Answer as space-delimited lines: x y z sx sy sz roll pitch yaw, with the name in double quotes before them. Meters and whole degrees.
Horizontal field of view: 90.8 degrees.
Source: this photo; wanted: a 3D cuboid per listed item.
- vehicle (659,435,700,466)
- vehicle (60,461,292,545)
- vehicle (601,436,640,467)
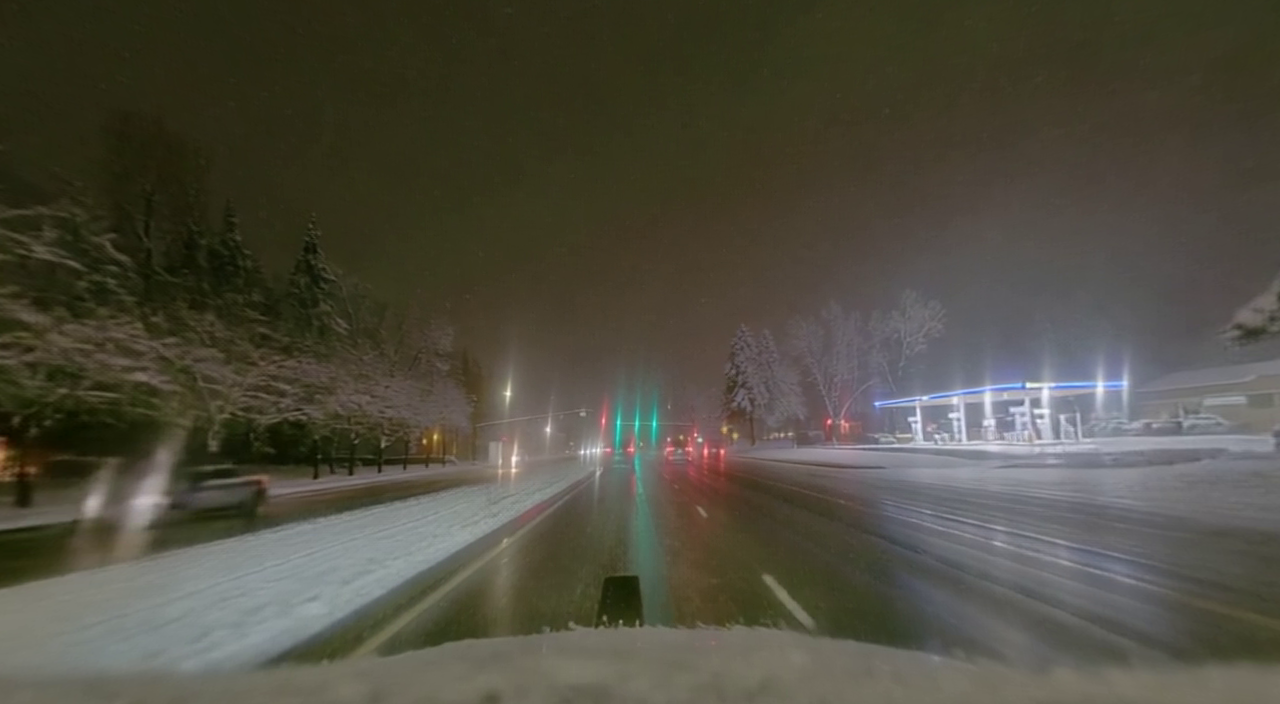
"vehicle" 2.453 6.283 40.394 2.140 1.800 4.660 0 -8 -2
"vehicle" -10.353 3.347 14.703 2.052 1.503 4.559 0 -8 -2
"vehicle" -1.290 6.215 39.719 2.261 1.820 4.255 0 -9 -5
